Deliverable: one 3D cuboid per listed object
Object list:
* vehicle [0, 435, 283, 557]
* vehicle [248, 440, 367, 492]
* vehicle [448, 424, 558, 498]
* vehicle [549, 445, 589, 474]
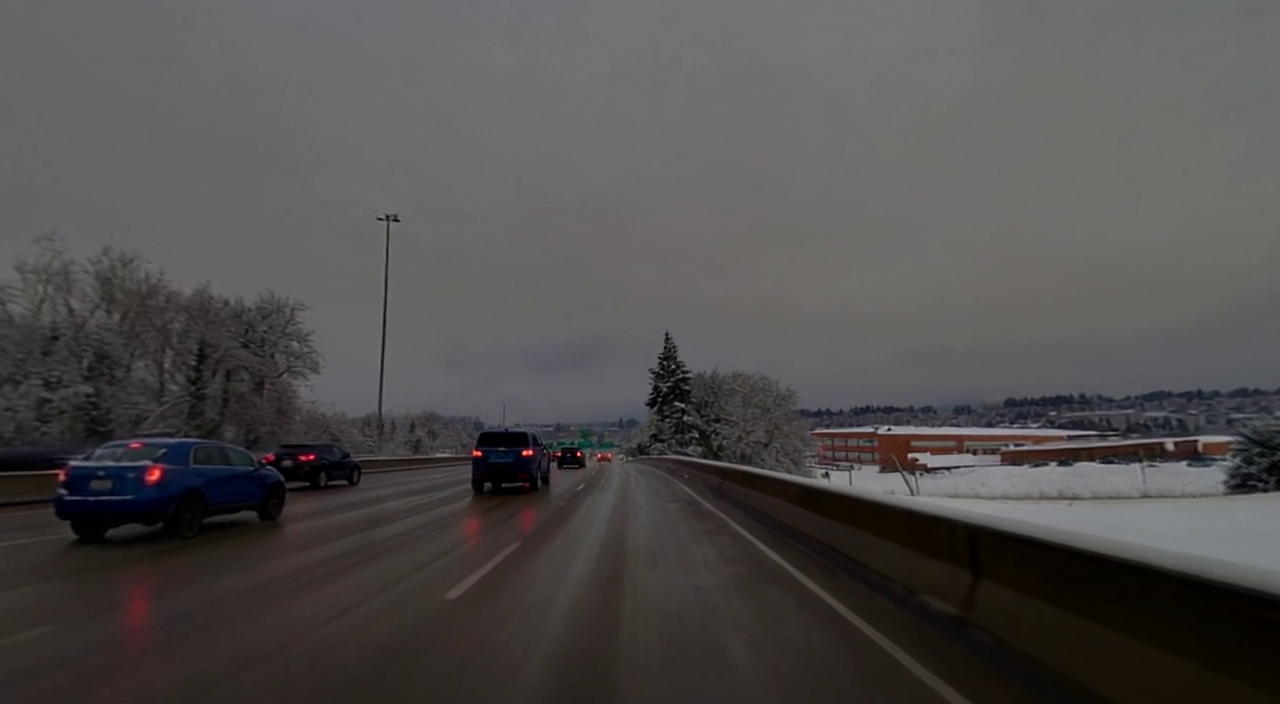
[{"bbox_3d":[-7.387,2.061,9.692,1.796,1.509,3.393,0,-8,0],"label":"vehicle"},{"bbox_3d":[-11.772,4.025,22.734,1.919,1.665,4.394,0,-8,-1],"label":"vehicle"},{"bbox_3d":[-4.066,3.360,19.845,2.301,1.985,5.247,0,-8,0],"label":"vehicle"},{"bbox_3d":[-4.142,6.299,37.204,1.955,1.614,3.817,0,-8,-1],"label":"vehicle"}]
